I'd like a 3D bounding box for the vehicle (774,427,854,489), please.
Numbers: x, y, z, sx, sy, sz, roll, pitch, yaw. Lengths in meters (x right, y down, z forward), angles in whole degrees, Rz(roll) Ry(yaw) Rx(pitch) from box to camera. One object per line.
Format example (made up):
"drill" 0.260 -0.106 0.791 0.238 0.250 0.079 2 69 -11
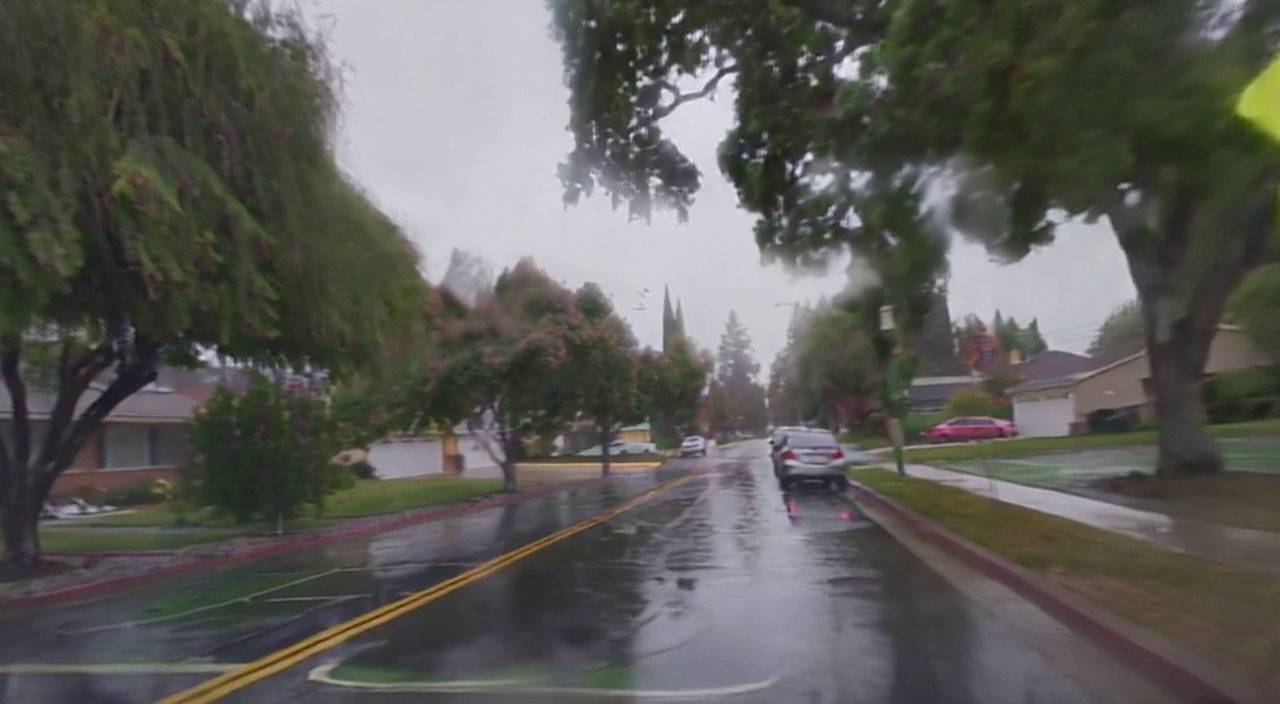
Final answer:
"vehicle" 5.568 3.433 20.738 2.204 1.776 4.262 -2 -9 12

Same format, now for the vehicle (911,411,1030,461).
"vehicle" 14.579 3.703 27.900 4.390 1.696 1.954 -4 -7 -19
